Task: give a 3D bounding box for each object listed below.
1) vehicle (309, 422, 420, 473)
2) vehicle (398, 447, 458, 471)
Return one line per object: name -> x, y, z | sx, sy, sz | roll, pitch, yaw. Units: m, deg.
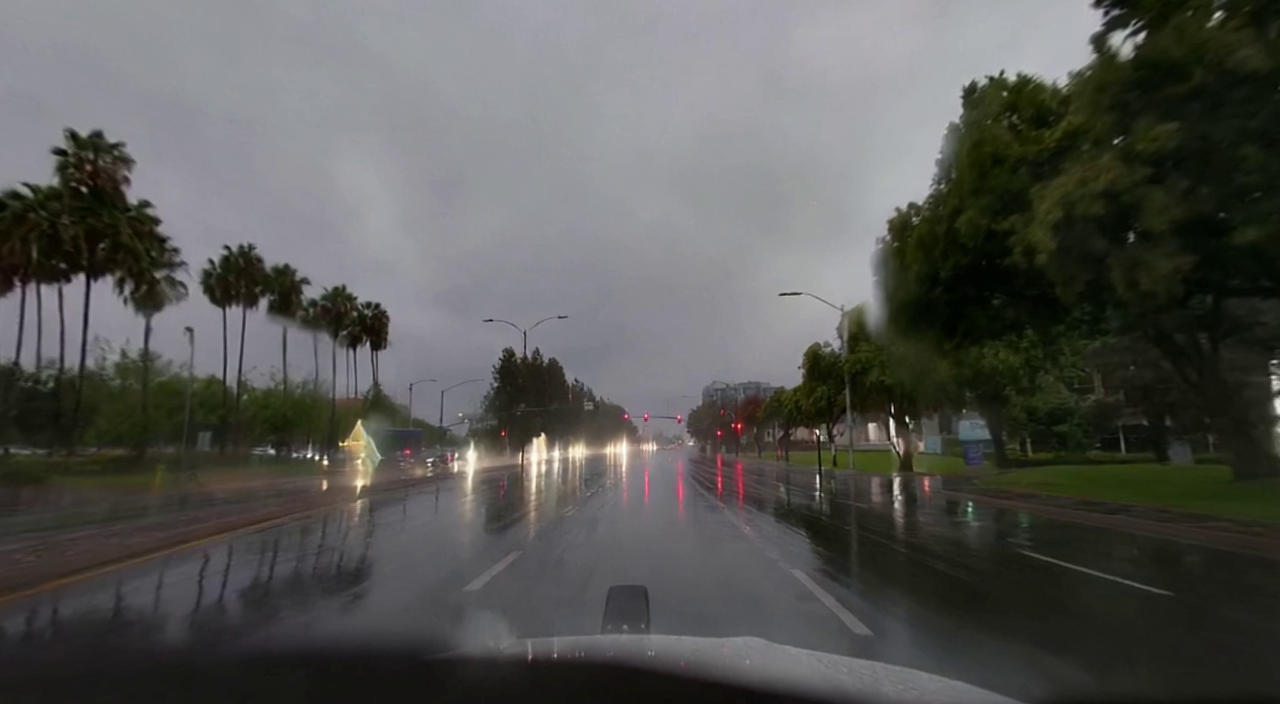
vehicle -> -20.839, 7.373, 48.923 | 3.013, 3.417, 12.442 | 0, -8, 0
vehicle -> -14.018, 7.089, 41.981 | 2.130, 1.509, 4.644 | -1, -8, 3
